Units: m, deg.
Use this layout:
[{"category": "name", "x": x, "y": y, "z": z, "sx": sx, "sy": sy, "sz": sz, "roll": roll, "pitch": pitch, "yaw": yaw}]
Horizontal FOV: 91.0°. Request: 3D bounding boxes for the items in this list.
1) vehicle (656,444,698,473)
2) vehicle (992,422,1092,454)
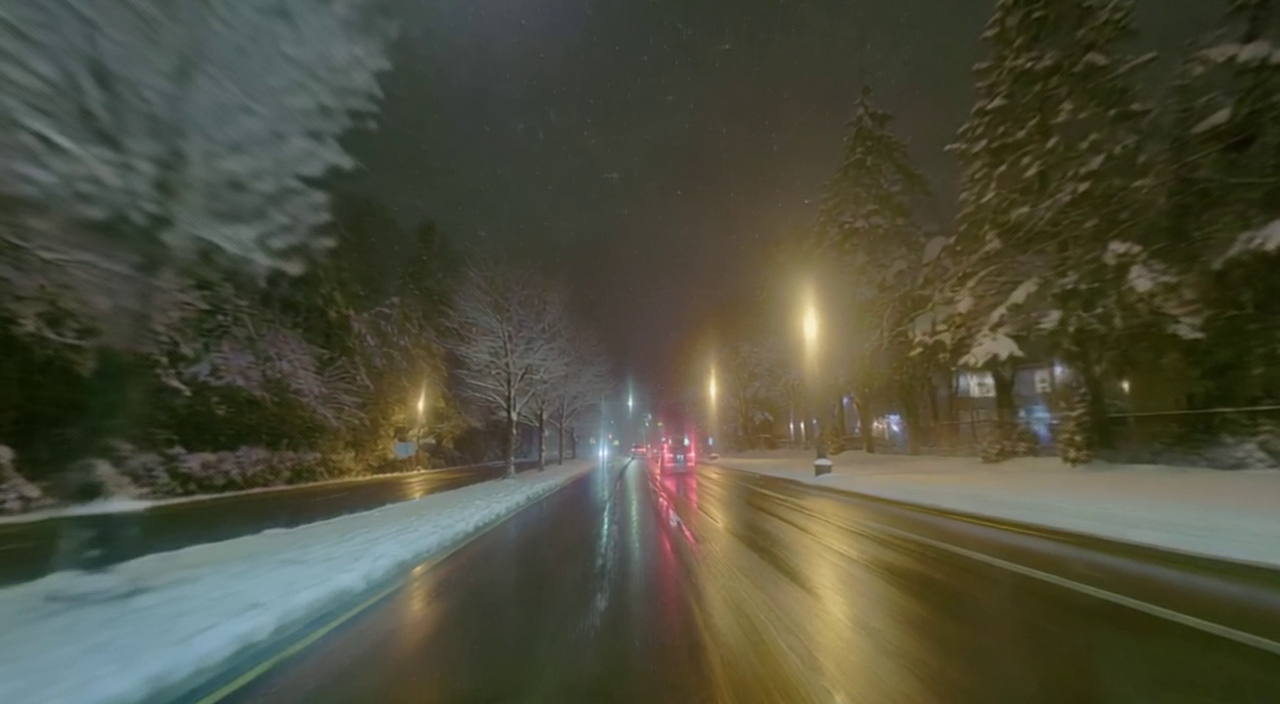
[{"category": "vehicle", "x": 2.040, "y": 6.052, "z": 36.109, "sx": 2.044, "sy": 1.537, "sz": 4.528, "roll": 0, "pitch": -9, "yaw": -1}, {"category": "vehicle", "x": 27.854, "y": 6.004, "z": 43.743, "sx": 5.465, "sy": 2.116, "sz": 2.004, "roll": 0, "pitch": -8, "yaw": 0}]
